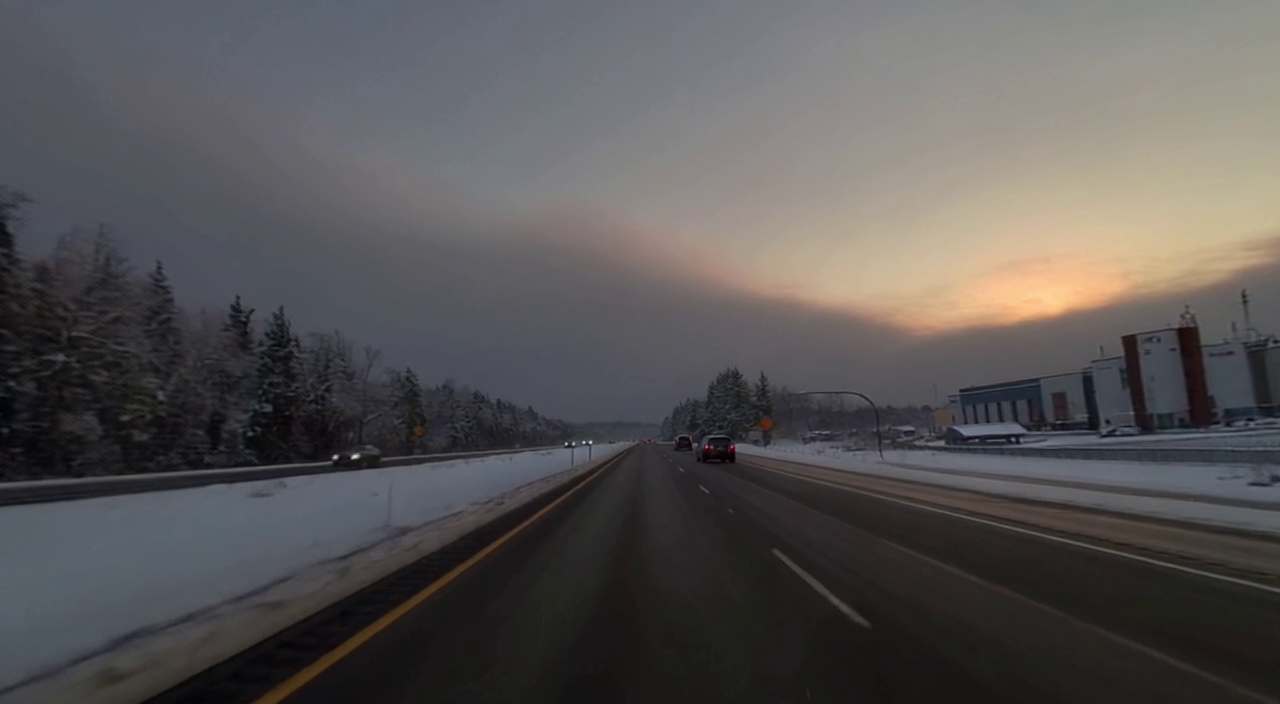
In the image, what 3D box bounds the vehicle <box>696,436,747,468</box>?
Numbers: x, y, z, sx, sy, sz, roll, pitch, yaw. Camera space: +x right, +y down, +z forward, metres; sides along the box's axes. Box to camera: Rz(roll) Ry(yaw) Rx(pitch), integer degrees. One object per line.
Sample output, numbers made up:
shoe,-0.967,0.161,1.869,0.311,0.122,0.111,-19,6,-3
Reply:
vehicle,4.101,5.107,32.356,2.062,1.518,4.026,0,-8,-1
